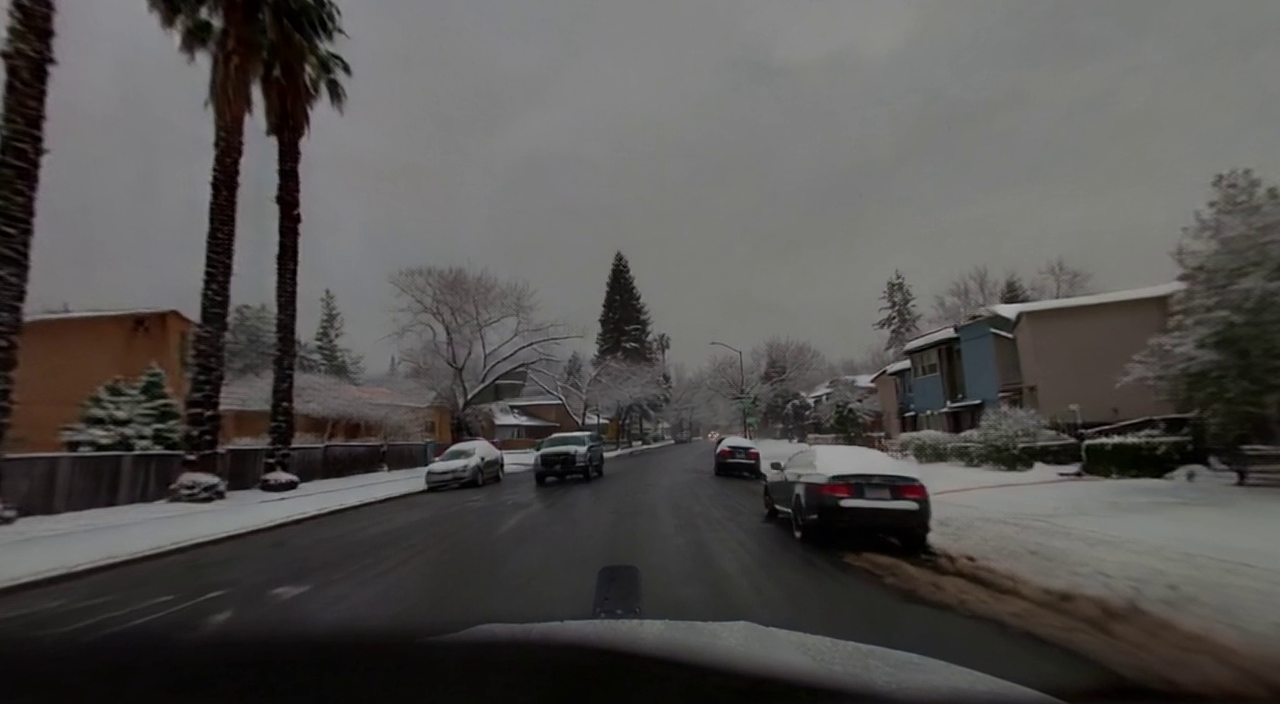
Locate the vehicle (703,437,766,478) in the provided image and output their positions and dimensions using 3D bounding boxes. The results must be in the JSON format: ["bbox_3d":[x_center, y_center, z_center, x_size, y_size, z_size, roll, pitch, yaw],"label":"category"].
[{"bbox_3d":[3.705,4.221,25.400,2.045,1.519,4.231,-1,-9,2],"label":"vehicle"}]

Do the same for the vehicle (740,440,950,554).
[{"bbox_3d":[3.028,2.215,10.380,1.942,1.465,4.123,0,-9,-2],"label":"vehicle"}]

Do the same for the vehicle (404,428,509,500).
[{"bbox_3d":[-6.661,4.307,23.529,2.053,1.713,4.850,-3,-21,5],"label":"vehicle"}]

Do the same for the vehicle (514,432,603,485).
[{"bbox_3d":[-2.924,4.012,23.921,2.305,1.781,4.834,-1,-9,6],"label":"vehicle"}]
